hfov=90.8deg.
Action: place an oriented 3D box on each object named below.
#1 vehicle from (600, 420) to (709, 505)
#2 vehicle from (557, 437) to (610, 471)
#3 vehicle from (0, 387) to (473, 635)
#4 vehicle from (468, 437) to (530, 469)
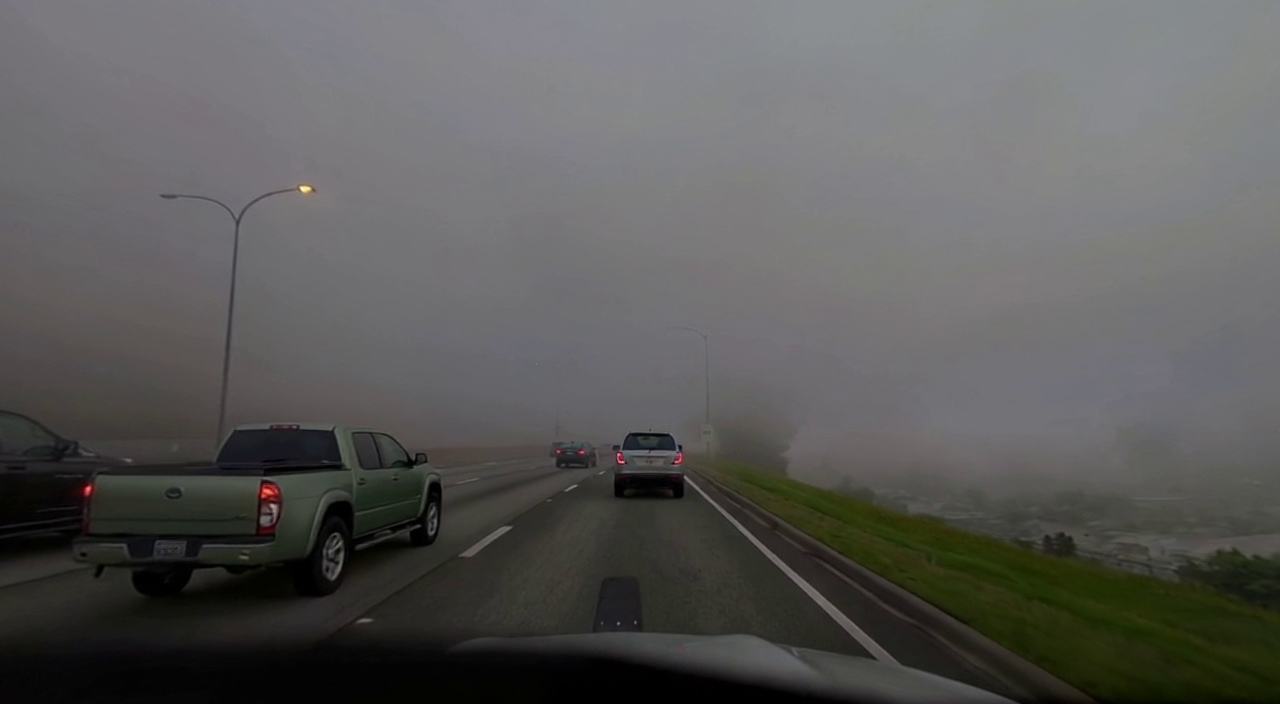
[{"bbox_3d":[0.374,2.612,15.246,2.235,1.716,4.435,-1,-9,2],"label":"vehicle"},{"bbox_3d":[-2.572,4.769,29.725,1.868,1.470,4.105,-1,-9,4],"label":"vehicle"},{"bbox_3d":[-3.486,1.419,6.605,2.076,1.688,4.334,-1,-9,3],"label":"vehicle"},{"bbox_3d":[-6.926,5.034,31.493,1.856,1.459,4.251,-1,-9,4],"label":"vehicle"}]
